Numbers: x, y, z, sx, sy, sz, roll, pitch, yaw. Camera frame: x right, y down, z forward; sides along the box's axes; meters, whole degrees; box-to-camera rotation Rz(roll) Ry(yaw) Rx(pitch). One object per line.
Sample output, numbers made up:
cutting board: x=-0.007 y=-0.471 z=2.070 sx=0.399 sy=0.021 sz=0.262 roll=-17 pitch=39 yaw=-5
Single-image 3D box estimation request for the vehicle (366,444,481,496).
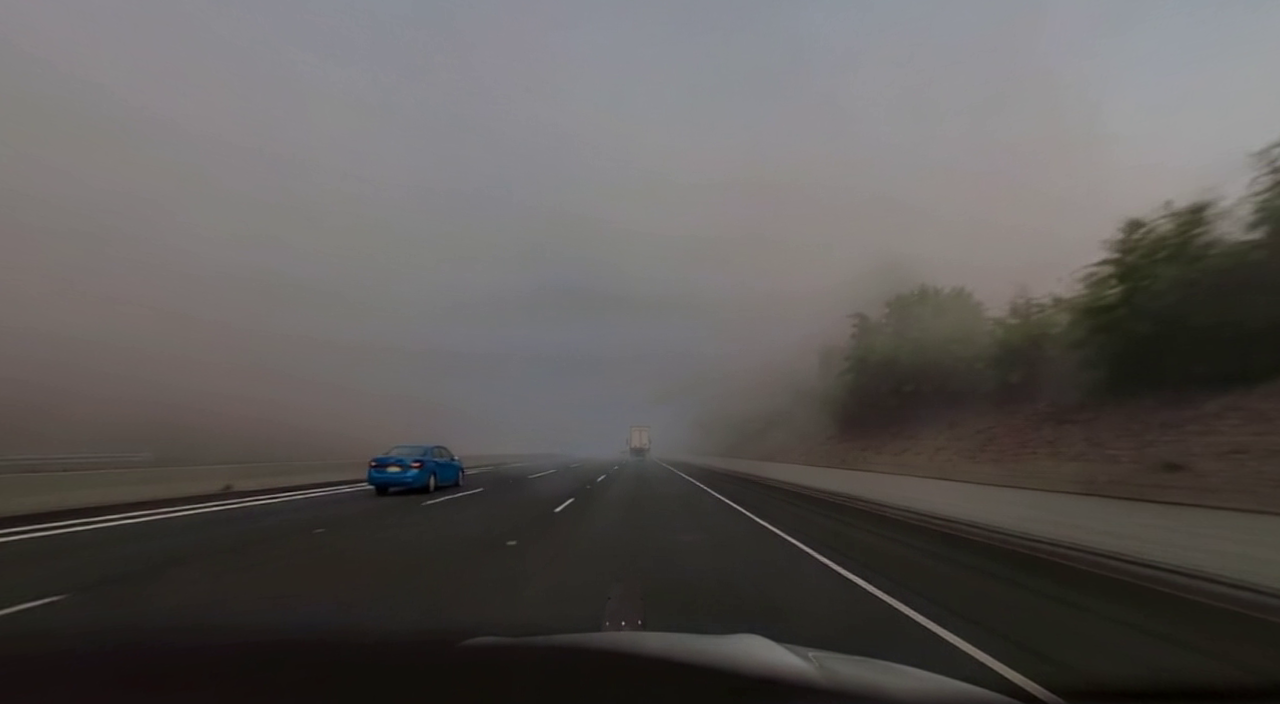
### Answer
vehicle: x=-6.944 y=3.828 z=20.882 sx=2.017 sy=1.468 sz=5.031 roll=0 pitch=-9 yaw=0
